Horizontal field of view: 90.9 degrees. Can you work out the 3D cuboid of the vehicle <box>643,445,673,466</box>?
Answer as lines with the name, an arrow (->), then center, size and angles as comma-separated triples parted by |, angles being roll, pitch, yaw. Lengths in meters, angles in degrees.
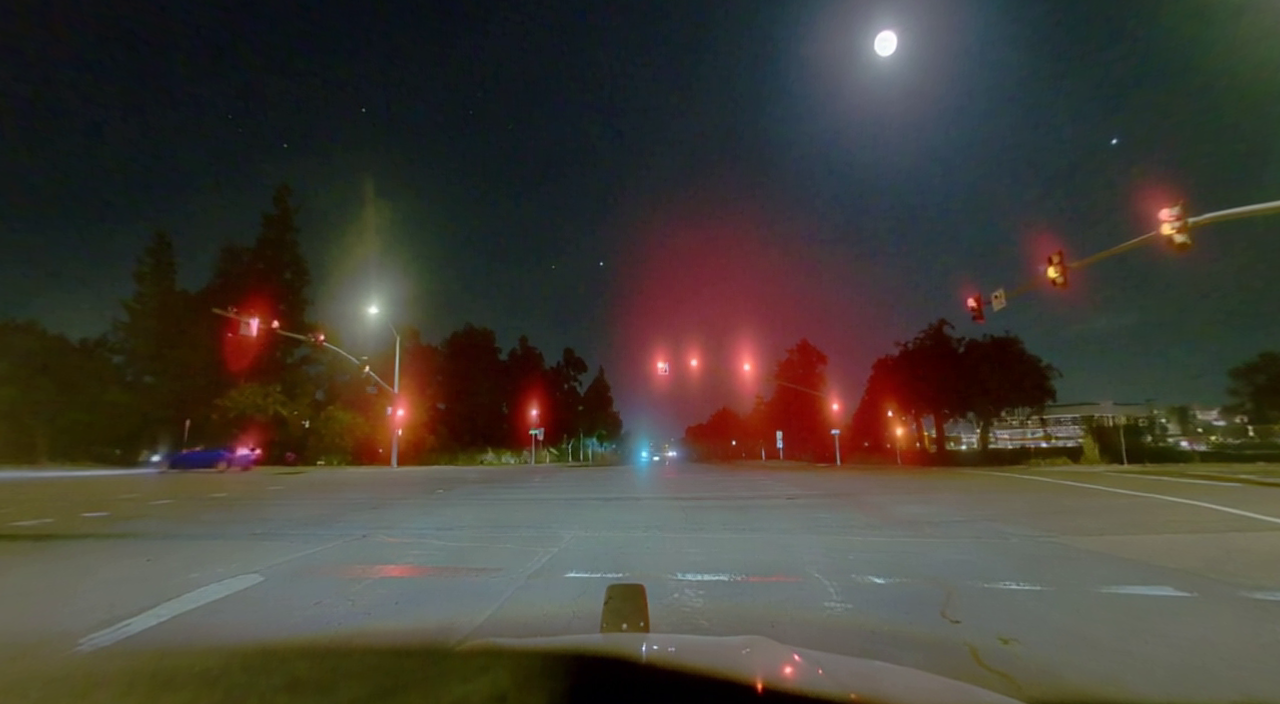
vehicle -> 1.279, 7.631, 46.465 | 2.132, 1.449, 4.235 | 0, -9, 0

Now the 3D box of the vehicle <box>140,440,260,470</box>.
vehicle -> -22.121, 5.198, 31.813 | 4.681, 1.465, 1.820 | 0, -9, 1
